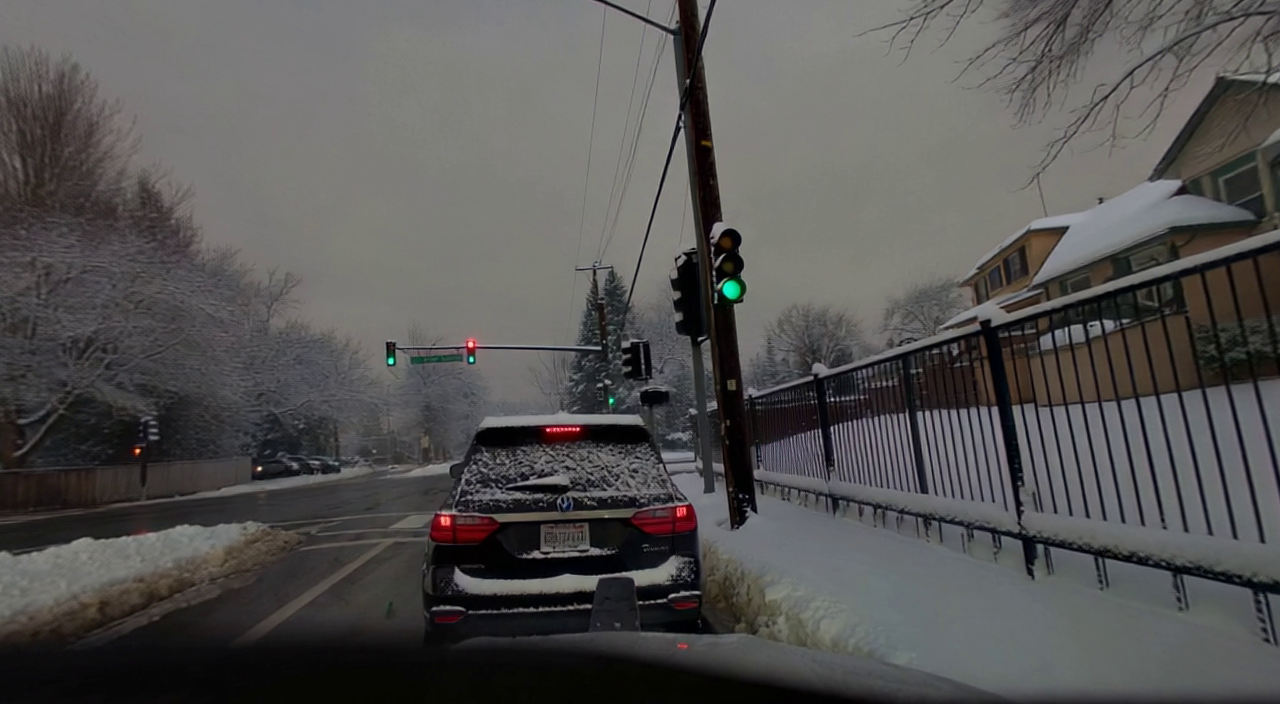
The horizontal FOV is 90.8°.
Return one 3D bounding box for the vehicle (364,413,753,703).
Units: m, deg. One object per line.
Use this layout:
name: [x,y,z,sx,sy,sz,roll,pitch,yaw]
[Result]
vehicle: [-0.670,1.359,5.223,2.024,1.502,3.702,1,-9,-9]
